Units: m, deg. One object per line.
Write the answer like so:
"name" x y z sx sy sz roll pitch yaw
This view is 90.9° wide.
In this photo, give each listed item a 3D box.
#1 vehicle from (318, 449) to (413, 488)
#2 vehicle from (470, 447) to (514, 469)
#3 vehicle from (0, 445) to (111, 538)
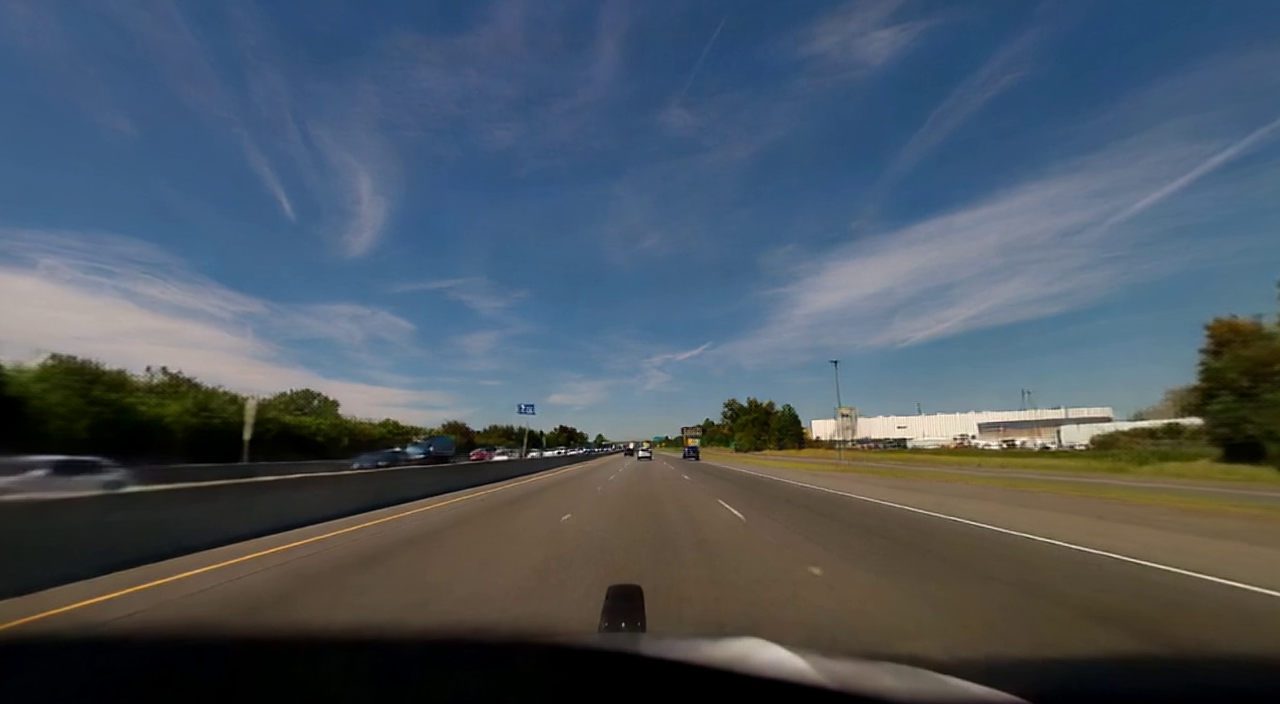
"vehicle" -11.251 4.781 26.207 1.847 1.440 4.488 -1 -9 1
"vehicle" -10.698 7.717 45.871 2.064 1.477 4.488 -1 -9 2
"vehicle" -11.067 2.162 9.629 1.953 1.442 4.571 -1 -9 1
